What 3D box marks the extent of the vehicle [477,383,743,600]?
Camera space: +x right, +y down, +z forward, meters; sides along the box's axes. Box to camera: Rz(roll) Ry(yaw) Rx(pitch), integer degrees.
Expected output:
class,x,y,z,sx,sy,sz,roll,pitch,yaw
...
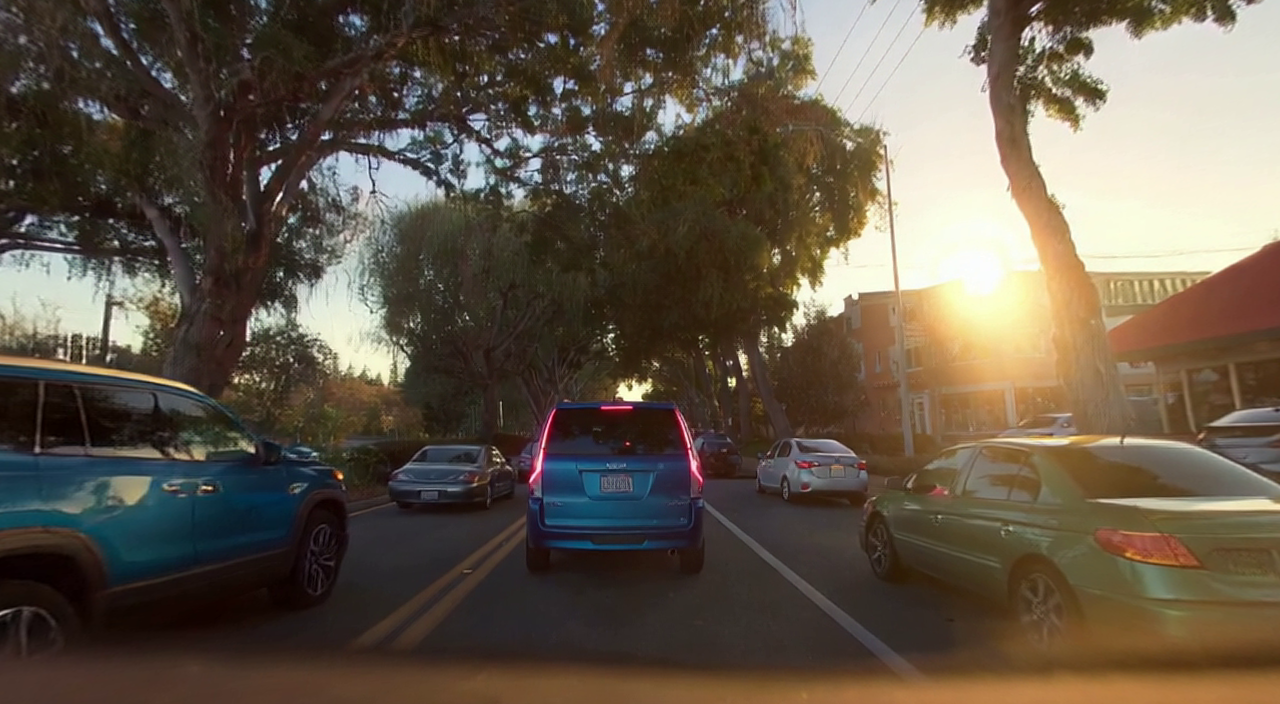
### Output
class,x,y,z,sx,sy,sz,roll,pitch,yaw
vehicle,-0.297,1.487,7.514,2.238,1.825,4.190,0,-9,-1

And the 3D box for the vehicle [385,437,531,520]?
class,x,y,z,sx,sy,sz,roll,pitch,yaw
vehicle,-3.622,2.580,13.433,1.849,1.451,4.218,0,-9,0

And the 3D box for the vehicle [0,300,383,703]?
class,x,y,z,sx,sy,sz,roll,pitch,yaw
vehicle,-3.611,0.941,3.827,2.231,1.853,4.461,0,-9,0

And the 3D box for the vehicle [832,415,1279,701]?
class,x,y,z,sx,sy,sz,roll,pitch,yaw
vehicle,3.370,1.401,5.553,1.900,1.477,4.352,0,-8,-1

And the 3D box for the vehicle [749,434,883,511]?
class,x,y,z,sx,sy,sz,roll,pitch,yaw
vehicle,3.913,2.744,14.873,1.875,1.521,4.192,0,-8,-1
